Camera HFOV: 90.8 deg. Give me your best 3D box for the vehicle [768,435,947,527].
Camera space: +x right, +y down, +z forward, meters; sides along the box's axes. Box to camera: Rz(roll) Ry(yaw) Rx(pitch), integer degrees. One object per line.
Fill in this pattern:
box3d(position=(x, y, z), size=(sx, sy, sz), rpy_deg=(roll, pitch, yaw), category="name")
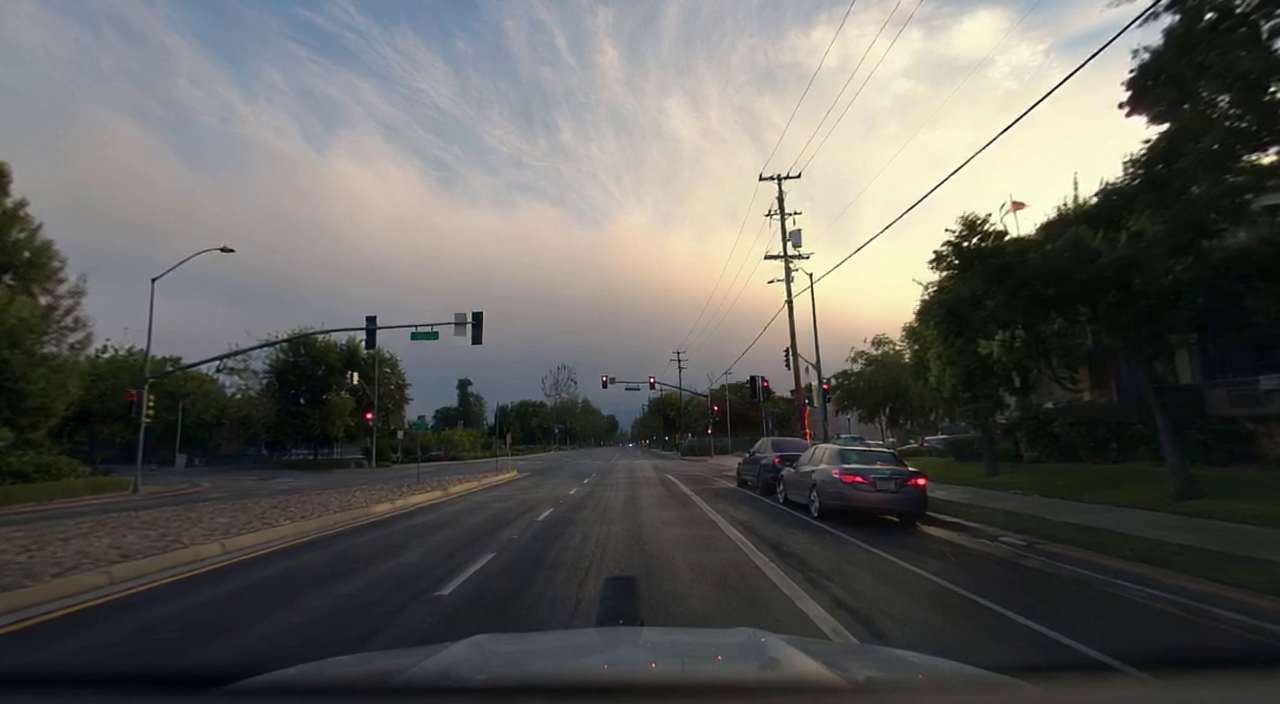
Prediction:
box3d(position=(3.953, 2.413, 12.449), size=(1.833, 1.444, 4.589), rpy_deg=(0, -9, -1), category="vehicle")
